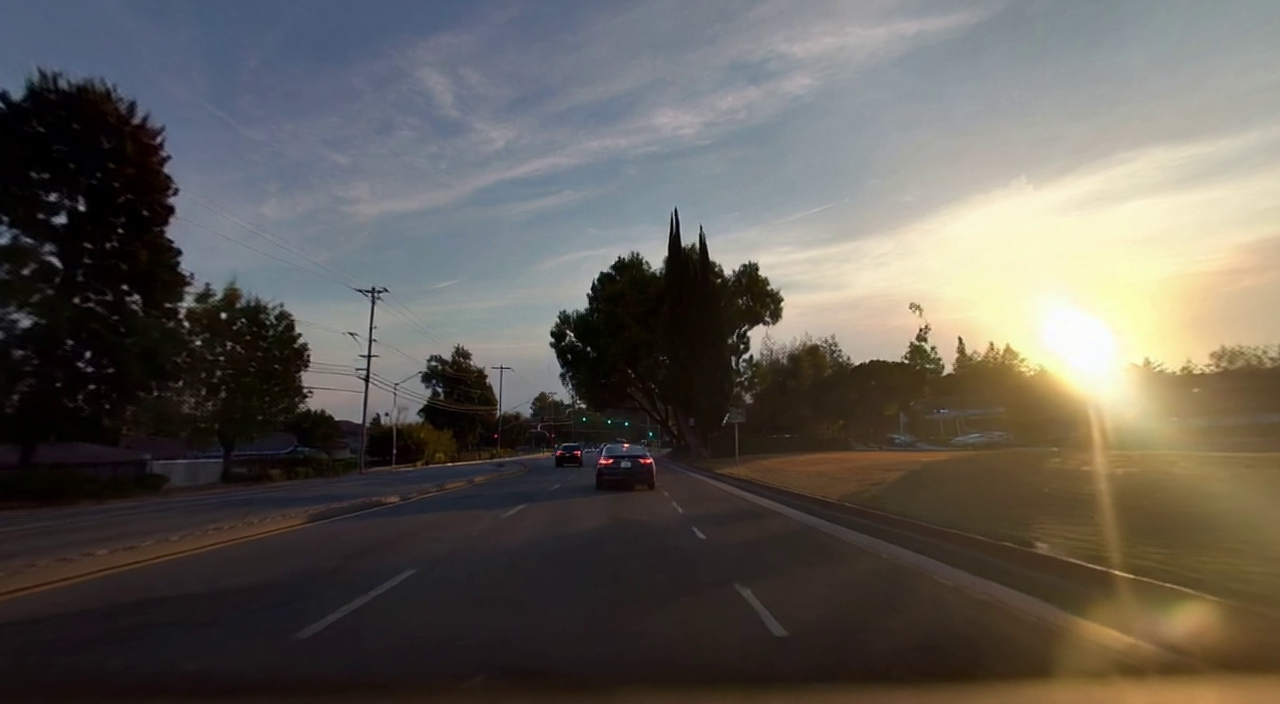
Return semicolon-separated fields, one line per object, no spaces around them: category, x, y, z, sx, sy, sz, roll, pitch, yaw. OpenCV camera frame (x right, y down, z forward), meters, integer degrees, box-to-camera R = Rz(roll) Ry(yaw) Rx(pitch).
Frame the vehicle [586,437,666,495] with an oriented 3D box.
vehicle;-0.488;3.567;20.126;2.235;1.597;4.918;0;-9;-2

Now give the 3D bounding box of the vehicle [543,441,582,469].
vehicle;-5.140;6.912;42.440;2.189;1.776;4.342;0;-9;-2

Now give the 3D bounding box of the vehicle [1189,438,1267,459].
vehicle;44.523;7.318;47.770;1.746;1.442;4.132;-3;-8;-2
